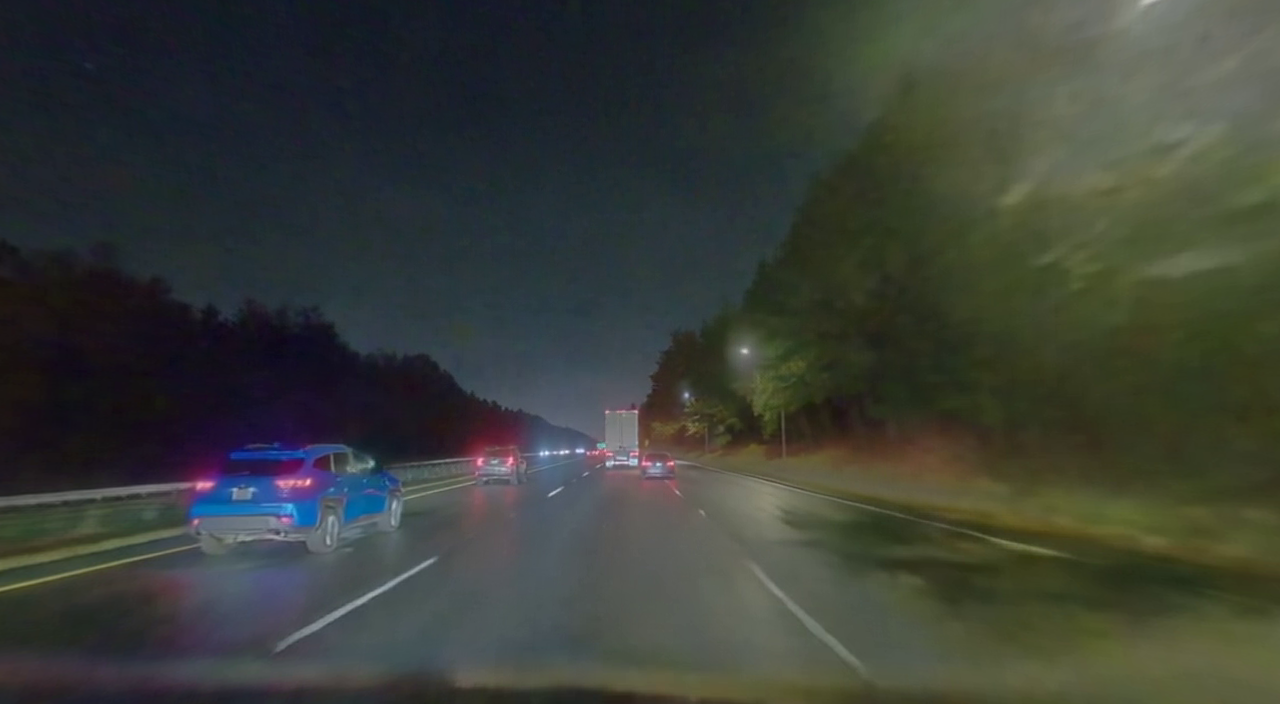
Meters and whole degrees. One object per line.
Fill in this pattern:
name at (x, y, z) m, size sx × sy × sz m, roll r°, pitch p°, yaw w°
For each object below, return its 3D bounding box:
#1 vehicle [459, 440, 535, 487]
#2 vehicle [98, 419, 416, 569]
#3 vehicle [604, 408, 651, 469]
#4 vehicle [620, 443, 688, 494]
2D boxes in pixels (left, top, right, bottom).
vehicle at (-5.425, 4.276, 24.333) m, size 2.035 × 1.664 × 4.064 m, roll 0°, pitch -9°, yaw -1°
vehicle at (-5.101, 1.933, 9.239) m, size 2.100 × 1.671 × 4.105 m, roll 0°, pitch -9°, yaw -1°
vehicle at (-1.017, 6.600, 47.217) m, size 3.113 × 4.066 × 10.786 m, roll 0°, pitch -9°, yaw -2°
vehicle at (0.398, 3.791, 20.712) m, size 2.026 × 1.489 × 4.045 m, roll 0°, pitch -9°, yaw 0°
